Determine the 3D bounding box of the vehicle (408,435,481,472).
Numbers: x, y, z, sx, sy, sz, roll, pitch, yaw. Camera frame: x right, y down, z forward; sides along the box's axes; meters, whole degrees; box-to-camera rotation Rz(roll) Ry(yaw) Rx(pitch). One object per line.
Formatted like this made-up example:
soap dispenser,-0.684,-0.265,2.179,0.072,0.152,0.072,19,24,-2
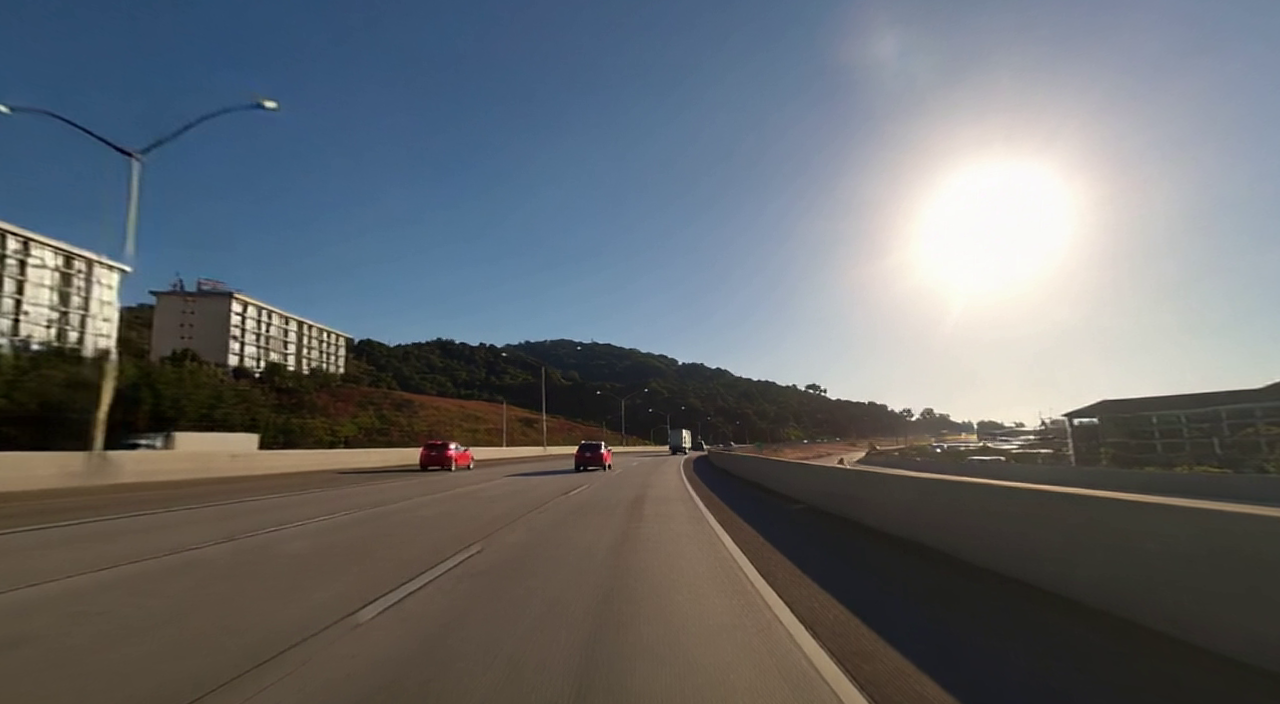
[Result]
vehicle,-9.902,5.161,32.364,2.039,1.746,4.528,-1,-8,4

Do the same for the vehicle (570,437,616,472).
vehicle,-2.540,5.670,35.095,2.028,1.782,4.150,-1,-8,4

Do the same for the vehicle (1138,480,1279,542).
vehicle,19.381,5.227,21.195,1.786,1.559,4.496,-1,-8,4

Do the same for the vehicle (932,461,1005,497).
vehicle,25.762,9.939,49.857,2.775,2.408,6.139,-1,-8,4
